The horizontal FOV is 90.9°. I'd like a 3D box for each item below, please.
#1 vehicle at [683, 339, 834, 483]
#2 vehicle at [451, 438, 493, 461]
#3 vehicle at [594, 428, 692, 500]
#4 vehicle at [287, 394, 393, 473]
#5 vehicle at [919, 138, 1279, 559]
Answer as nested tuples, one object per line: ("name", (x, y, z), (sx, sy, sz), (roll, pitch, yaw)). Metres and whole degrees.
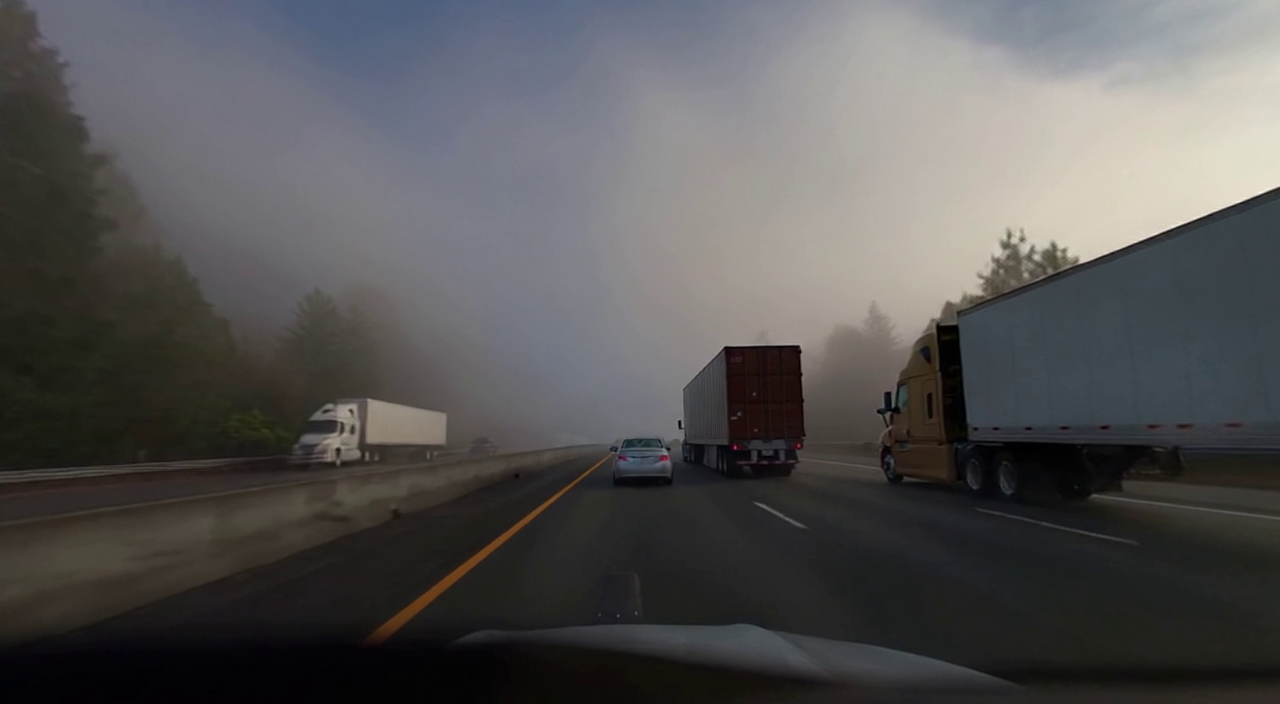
("vehicle", (3.839, 2.573, 25.041), (2.888, 4.099, 14.183), (0, -7, -2))
("vehicle", (-12.010, 6.991, 45.368), (1.940, 1.540, 3.989), (0, -7, 0))
("vehicle", (0.010, 2.604, 15.151), (2.038, 1.477, 3.773), (0, -7, -2))
("vehicle", (-16.653, 4.587, 35.565), (2.903, 4.010, 6.212), (0, -8, -1))
("vehicle", (8.153, 0.059, 7.284), (3.110, 4.308, 14.260), (0, -7, -1))
